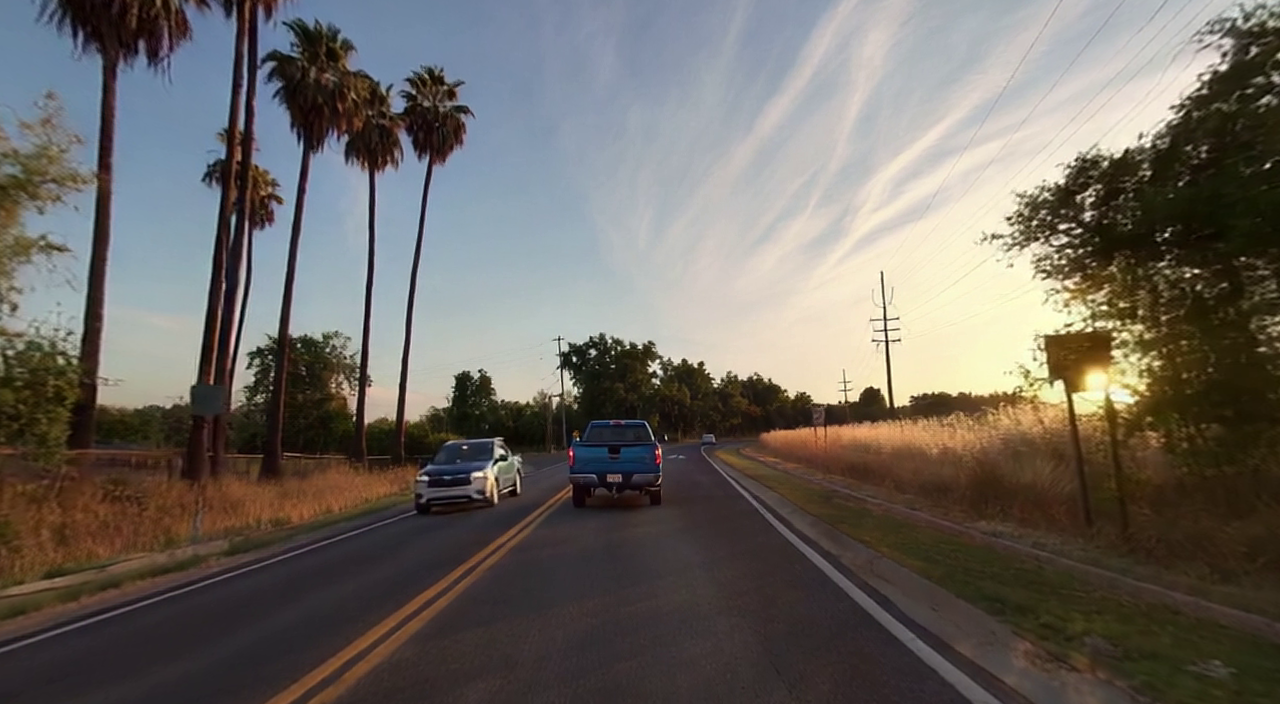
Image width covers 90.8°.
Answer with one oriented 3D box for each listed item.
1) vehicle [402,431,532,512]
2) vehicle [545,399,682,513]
[{"bbox_3d":[-4.411,3.127,17.049,2.128,1.834,4.877,0,-9,0],"label":"vehicle"},{"bbox_3d":[-0.571,2.493,15.475,2.693,2.223,5.885,0,-9,-1],"label":"vehicle"}]
